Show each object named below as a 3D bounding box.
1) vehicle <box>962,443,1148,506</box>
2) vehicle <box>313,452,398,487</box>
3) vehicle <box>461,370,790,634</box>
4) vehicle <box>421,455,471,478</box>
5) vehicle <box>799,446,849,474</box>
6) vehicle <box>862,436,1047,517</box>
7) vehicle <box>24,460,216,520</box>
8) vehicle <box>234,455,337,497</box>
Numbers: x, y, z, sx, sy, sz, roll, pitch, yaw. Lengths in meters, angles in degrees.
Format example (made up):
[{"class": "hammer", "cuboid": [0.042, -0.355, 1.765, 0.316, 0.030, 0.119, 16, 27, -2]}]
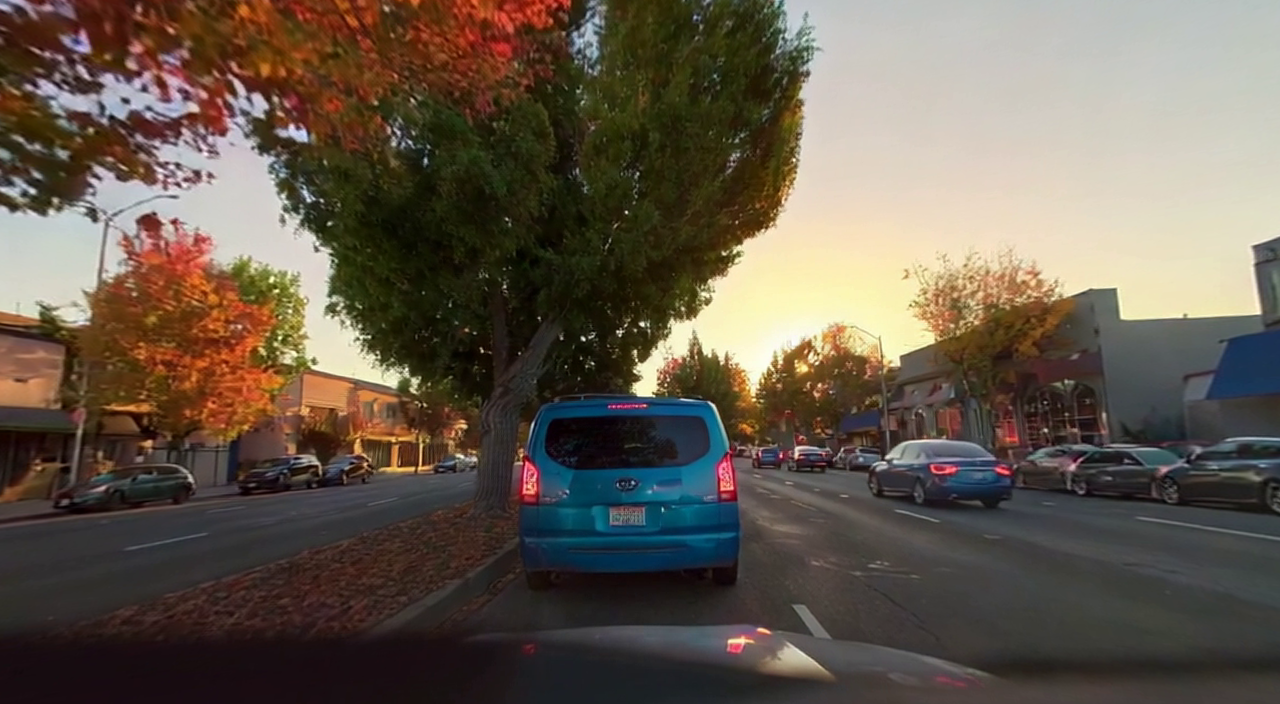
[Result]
[{"class": "vehicle", "cuboid": [10.795, 3.179, 16.931, 2.021, 1.460, 4.471, 0, -8, 1]}, {"class": "vehicle", "cuboid": [-14.480, 5.988, 32.500, 1.921, 1.621, 4.930, 0, -8, 2]}, {"class": "vehicle", "cuboid": [-0.006, 1.405, 6.912, 2.344, 1.863, 4.665, 0, -8, 3]}, {"class": "vehicle", "cuboid": [-13.761, 8.127, 45.027, 1.995, 1.466, 4.580, 0, -8, 2]}, {"class": "vehicle", "cuboid": [12.286, 7.229, 42.406, 2.040, 1.738, 4.414, 0, -8, 1]}, {"class": "vehicle", "cuboid": [6.954, 2.774, 14.698, 1.928, 1.529, 4.917, 0, -8, 2]}, {"class": "vehicle", "cuboid": [-15.155, 3.995, 18.800, 1.877, 1.445, 4.436, 0, -8, 1]}, {"class": "vehicle", "cuboid": [-14.929, 5.213, 26.854, 1.947, 1.558, 4.065, 0, -8, 1]}]
